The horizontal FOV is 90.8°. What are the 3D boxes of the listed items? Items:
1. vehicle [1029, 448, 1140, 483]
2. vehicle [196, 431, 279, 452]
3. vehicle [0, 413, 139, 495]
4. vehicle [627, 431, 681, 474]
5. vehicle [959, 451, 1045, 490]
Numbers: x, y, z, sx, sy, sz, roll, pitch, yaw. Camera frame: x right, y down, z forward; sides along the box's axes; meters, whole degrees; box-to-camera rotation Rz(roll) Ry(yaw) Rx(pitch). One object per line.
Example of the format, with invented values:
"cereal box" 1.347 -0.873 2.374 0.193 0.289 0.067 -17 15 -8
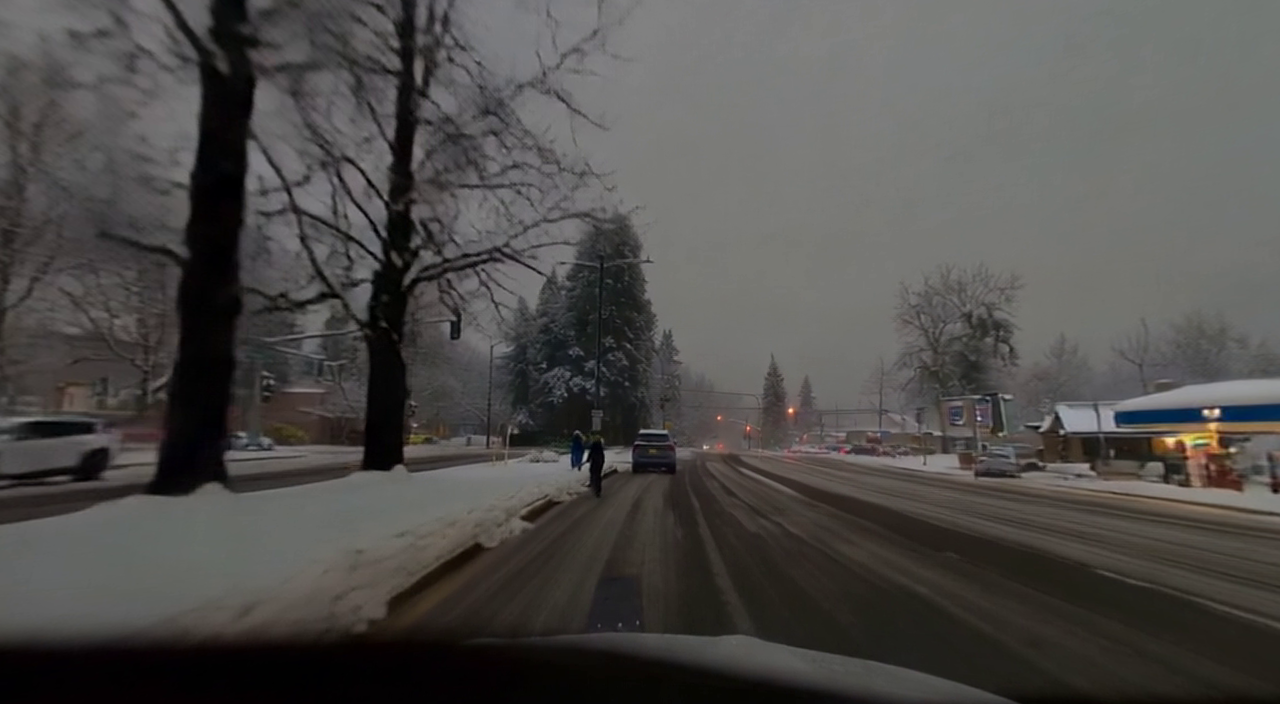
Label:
"vehicle" 22.068 5.618 31.413 4.331 1.604 1.858 1 -9 -10
"vehicle" -29.869 6.667 46.964 4.749 1.463 1.871 1 -9 -10
"vehicle" -12.744 2.029 12.599 2.027 1.486 4.105 0 -9 2
"vehicle" 0.594 4.163 26.288 2.055 1.655 4.204 0 -9 2
"vehicle" 15.555 5.068 27.414 2.099 1.464 4.615 -3 -9 16
